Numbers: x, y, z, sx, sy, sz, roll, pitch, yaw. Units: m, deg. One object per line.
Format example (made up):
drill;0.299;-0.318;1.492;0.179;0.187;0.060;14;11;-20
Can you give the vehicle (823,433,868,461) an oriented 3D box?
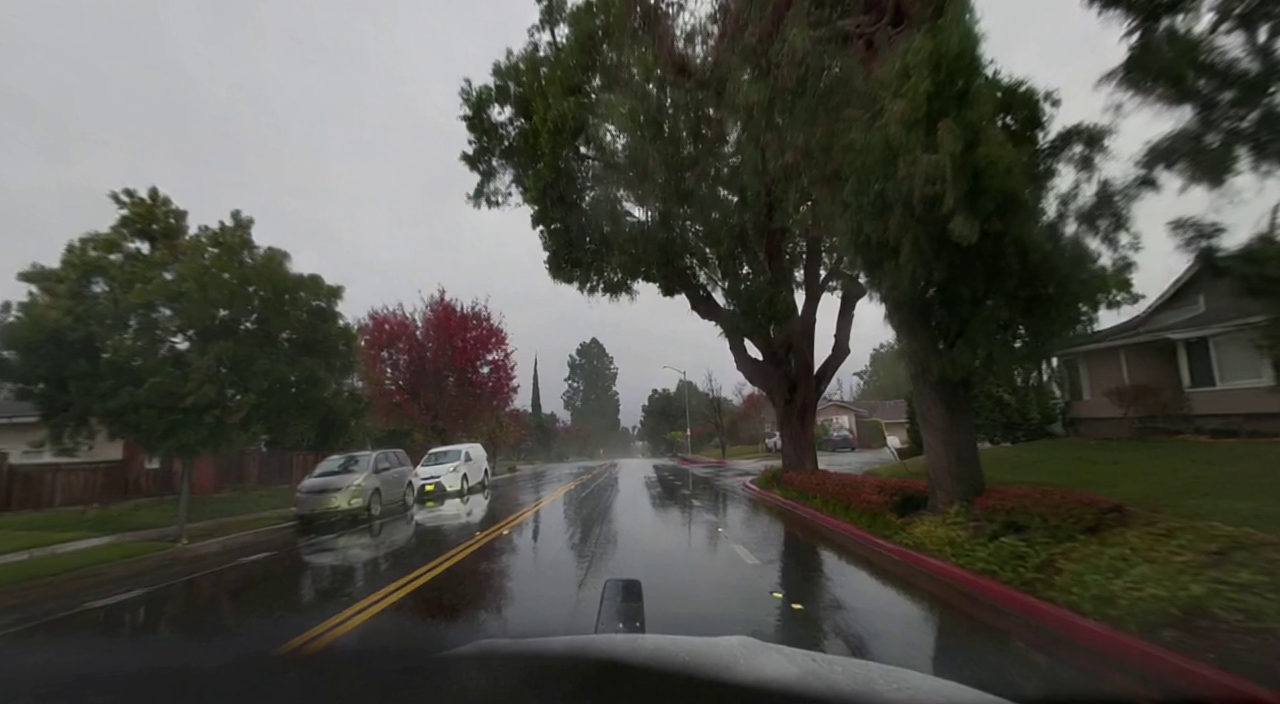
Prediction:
vehicle;13.716;6.316;41.982;1.860;1.697;4.292;-5;-10;30

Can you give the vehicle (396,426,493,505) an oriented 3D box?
vehicle;-6.858;4.021;22.648;2.057;2.317;4.386;-6;-9;-1

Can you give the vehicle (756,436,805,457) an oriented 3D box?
vehicle;9.289;6.301;42.136;1.922;1.263;4.664;0;-9;-3

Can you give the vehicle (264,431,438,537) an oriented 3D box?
vehicle;-6.985;3.227;15.925;2.173;2.020;4.770;-6;-10;-1
